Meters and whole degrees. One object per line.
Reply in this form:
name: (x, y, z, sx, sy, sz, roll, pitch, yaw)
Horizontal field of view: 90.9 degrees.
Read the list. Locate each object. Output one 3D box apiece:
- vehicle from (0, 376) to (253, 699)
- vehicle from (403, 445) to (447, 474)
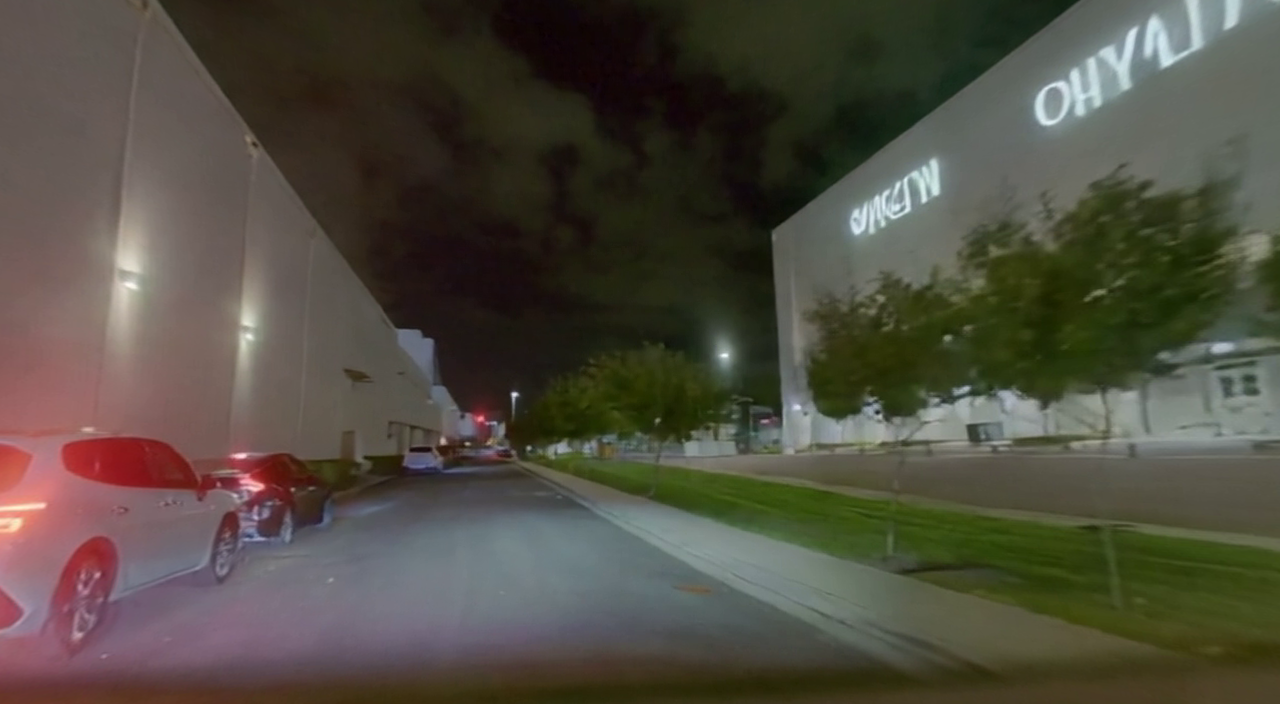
vehicle: (-4.894, 1.323, 4.982, 1.902, 1.712, 4.729, -1, -9, -16)
vehicle: (-12.984, 6.538, 38.218, 2.040, 1.501, 4.440, -2, -9, -13)
